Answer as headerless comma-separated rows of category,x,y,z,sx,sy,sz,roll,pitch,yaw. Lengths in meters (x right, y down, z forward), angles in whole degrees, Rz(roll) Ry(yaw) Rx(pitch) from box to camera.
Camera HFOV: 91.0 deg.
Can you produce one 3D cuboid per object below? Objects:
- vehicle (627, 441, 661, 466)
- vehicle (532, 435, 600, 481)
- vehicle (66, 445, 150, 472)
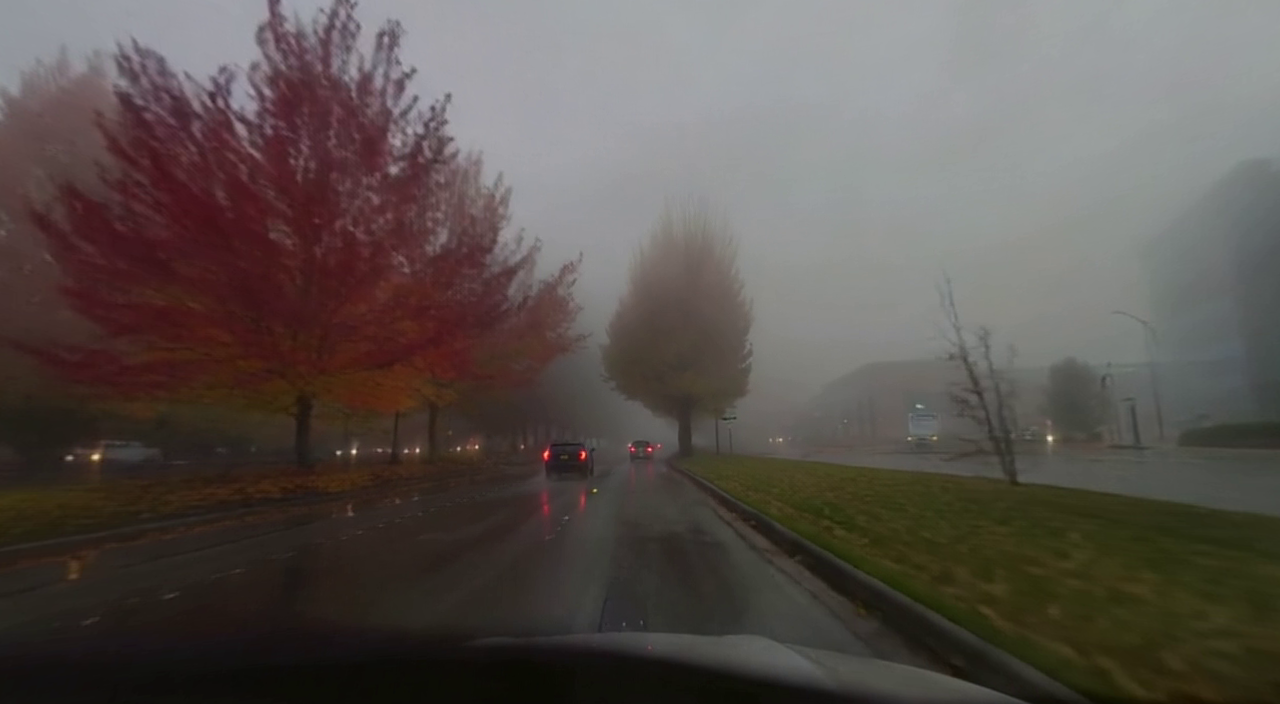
vehicle,0.240,6.371,39.658,2.040,1.493,3.682,0,-8,-1
vehicle,-2.909,4.275,25.752,2.197,1.709,4.069,0,-8,1
vehicle,-33.917,6.775,40.286,1.765,1.618,4.071,0,-8,1
